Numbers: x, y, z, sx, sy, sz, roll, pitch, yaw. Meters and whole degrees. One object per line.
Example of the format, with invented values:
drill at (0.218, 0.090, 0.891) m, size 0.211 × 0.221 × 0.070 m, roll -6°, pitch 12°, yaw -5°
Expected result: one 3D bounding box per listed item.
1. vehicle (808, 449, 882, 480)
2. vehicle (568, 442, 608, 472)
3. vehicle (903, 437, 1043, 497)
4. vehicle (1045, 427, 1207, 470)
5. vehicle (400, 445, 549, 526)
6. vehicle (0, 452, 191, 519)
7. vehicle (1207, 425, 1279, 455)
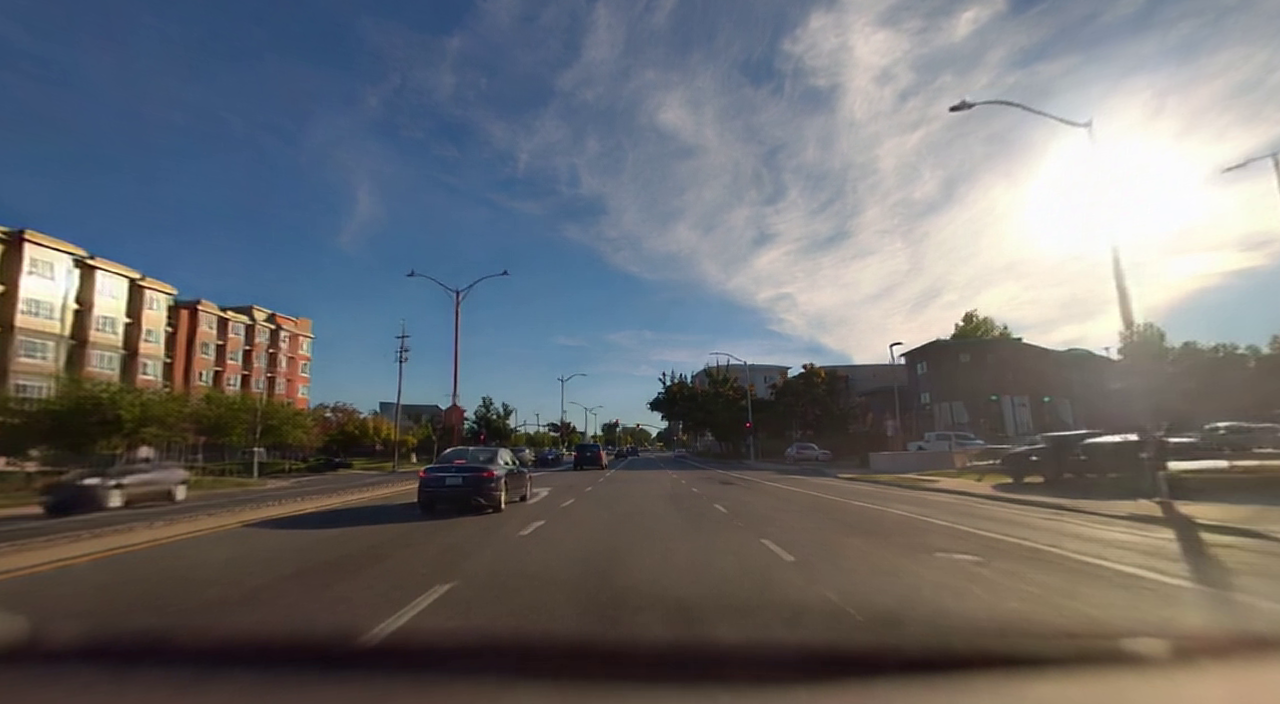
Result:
vehicle at (10.184, 5.601, 31.861) m, size 2.045 × 1.418 × 4.869 m, roll 0°, pitch -9°, yaw -1°
vehicle at (-3.436, 7.014, 42.509) m, size 2.220 × 1.888 × 4.904 m, roll 0°, pitch -9°, yaw 0°
vehicle at (10.338, 3.589, 20.076) m, size 1.975 × 1.677 × 4.400 m, roll 0°, pitch -9°, yaw -1°
vehicle at (18.394, 3.670, 24.091) m, size 4.416 × 1.519 × 1.988 m, roll -1°, pitch -9°, yaw 2°
vehicle at (-3.349, 2.781, 13.836) m, size 2.144 × 1.447 × 4.421 m, roll 0°, pitch -9°, yaw -1°
vehicle at (-14.763, 3.575, 17.432) m, size 1.854 × 1.586 × 4.043 m, roll 0°, pitch -9°, yaw -2°
vehicle at (34.632, 4.842, 34.612) m, size 4.771 × 1.577 × 2.205 m, roll -1°, pitch -9°, yaw 4°
